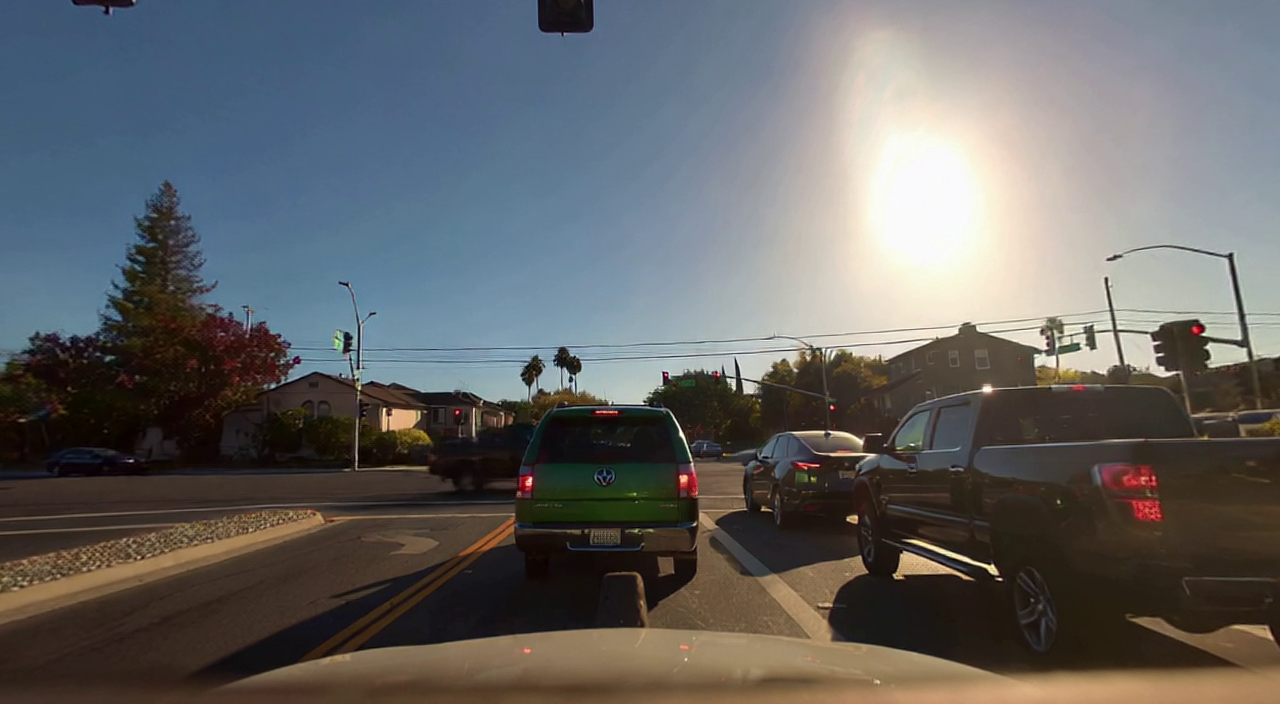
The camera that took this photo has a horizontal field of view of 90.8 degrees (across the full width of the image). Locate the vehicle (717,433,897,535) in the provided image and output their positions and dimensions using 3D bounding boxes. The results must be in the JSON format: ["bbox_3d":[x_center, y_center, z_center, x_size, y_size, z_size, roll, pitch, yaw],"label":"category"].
[{"bbox_3d":[2.725,2.264,11.523,1.952,1.465,4.421,0,-8,-2],"label":"vehicle"}]

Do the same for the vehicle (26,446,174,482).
[{"bbox_3d":[-22.994,4.762,27.063,4.533,1.350,1.714,0,-8,-8],"label":"vehicle"}]

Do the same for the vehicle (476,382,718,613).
[{"bbox_3d":[-0.198,1.386,6.744,1.915,1.780,3.379,-1,-8,5],"label":"vehicle"}]

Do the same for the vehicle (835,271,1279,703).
[{"bbox_3d":[2.984,0.943,3.893,1.886,1.849,5.070,0,-8,-1],"label":"vehicle"}]
